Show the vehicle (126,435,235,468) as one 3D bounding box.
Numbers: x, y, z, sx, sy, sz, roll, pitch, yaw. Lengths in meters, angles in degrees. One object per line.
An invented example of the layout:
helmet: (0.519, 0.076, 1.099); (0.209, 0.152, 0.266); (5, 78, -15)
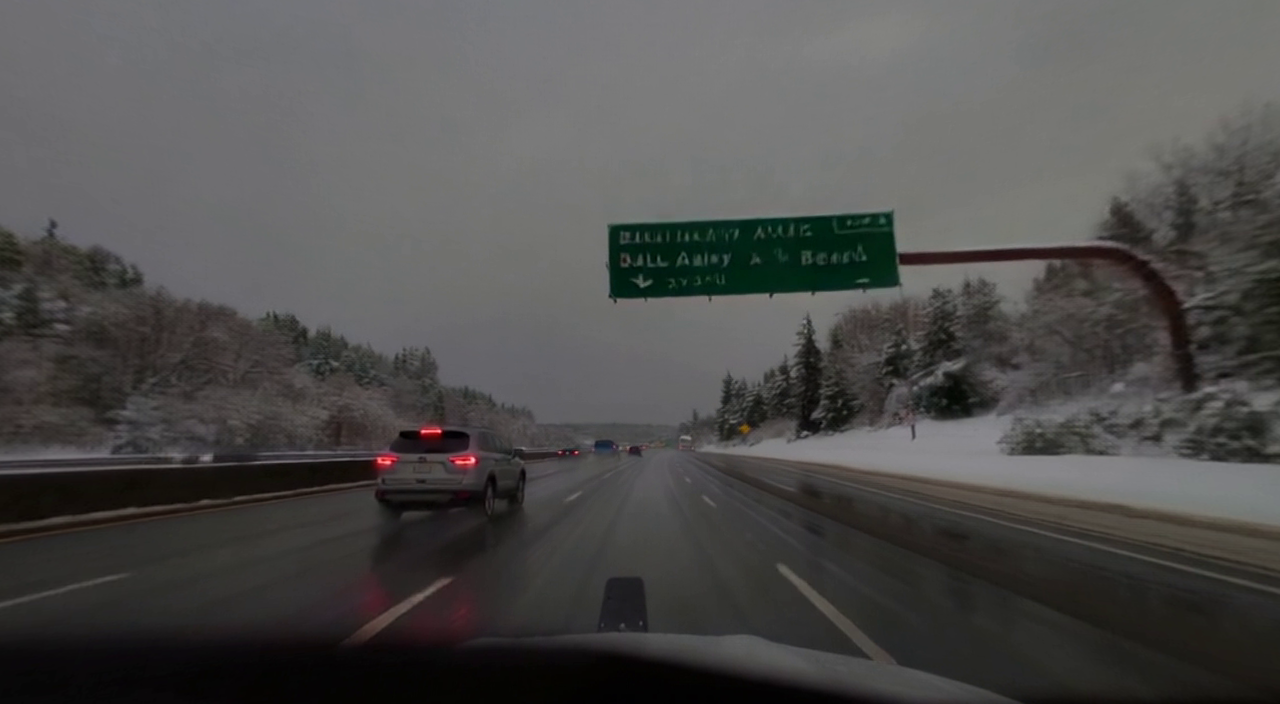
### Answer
vehicle: (-24.309, 5.307, 33.686); (1.997, 1.589, 4.951); (0, -9, 1)

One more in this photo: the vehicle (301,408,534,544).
vehicle: (-3.492, 2.082, 11.182); (2.218, 1.848, 4.789); (0, -9, 2)
